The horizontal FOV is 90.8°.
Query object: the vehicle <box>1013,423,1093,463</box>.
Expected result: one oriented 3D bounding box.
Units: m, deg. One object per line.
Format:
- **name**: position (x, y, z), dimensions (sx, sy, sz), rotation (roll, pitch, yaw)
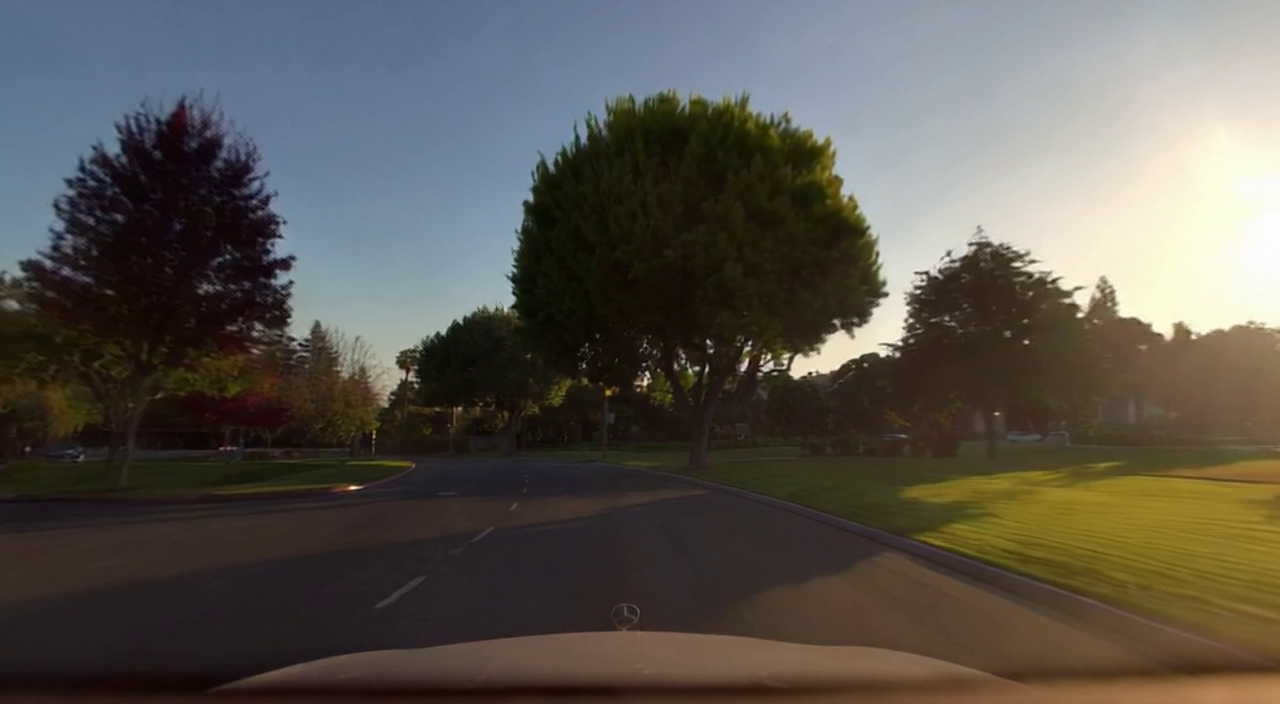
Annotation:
- **vehicle**: position (29.691, 6.558, 45.589), dimensions (2.572, 2.692, 3.848), rotation (3, -9, -21)
